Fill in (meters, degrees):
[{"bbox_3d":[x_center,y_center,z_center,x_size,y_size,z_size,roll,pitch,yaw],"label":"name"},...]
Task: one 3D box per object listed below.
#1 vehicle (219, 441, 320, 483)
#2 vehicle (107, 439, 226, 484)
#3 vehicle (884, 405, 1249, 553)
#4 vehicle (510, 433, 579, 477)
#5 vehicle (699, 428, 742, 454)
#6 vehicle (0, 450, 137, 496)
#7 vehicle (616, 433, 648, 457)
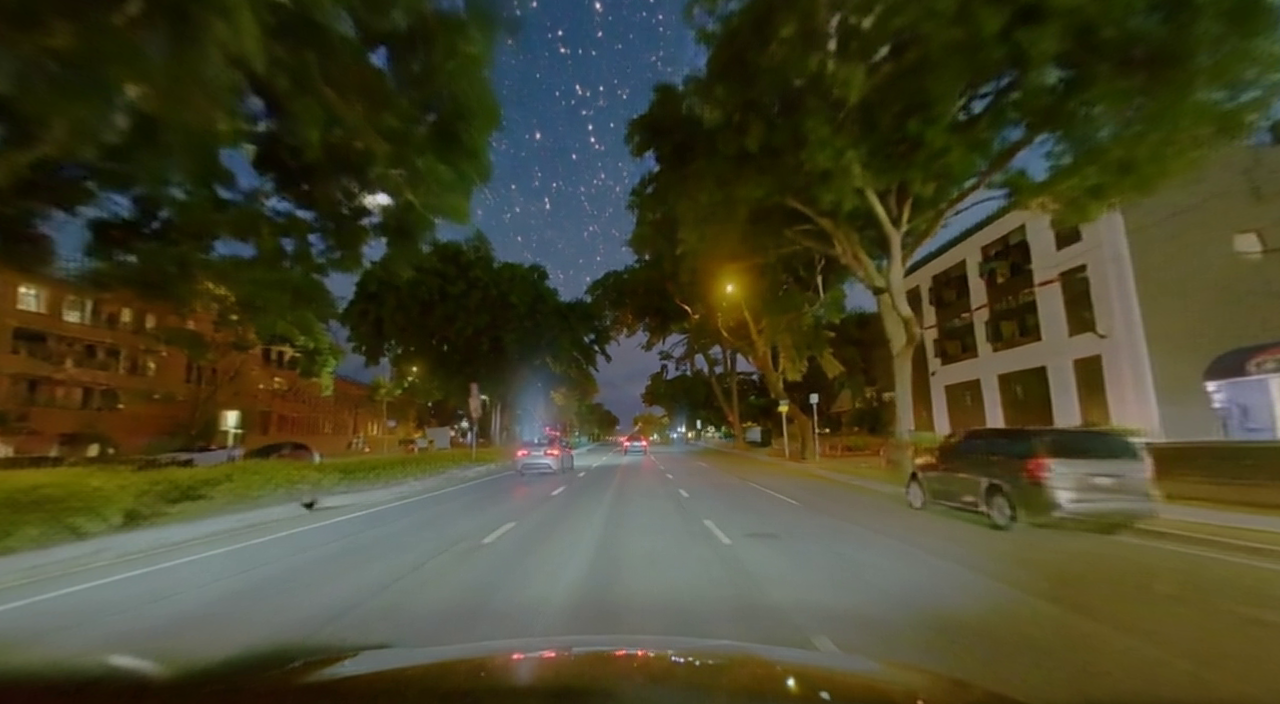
[{"bbox_3d":[-15.307,4.536,26.370,1.806,1.590,4.151,0,-8,-2],"label":"vehicle"},{"bbox_3d":[-21.853,5.070,29.475,1.947,1.857,4.851,-1,-9,-3],"label":"vehicle"},{"bbox_3d":[6.378,1.984,10.728,2.206,1.803,5.753,0,-8,0],"label":"vehicle"},{"bbox_3d":[-3.546,3.894,24.161,1.934,1.522,4.287,0,-8,0],"label":"vehicle"},{"bbox_3d":[5.964,6.743,47.752,2.390,1.816,6.050,0,-8,-1],"label":"vehicle"},{"bbox_3d":[-22.142,4.499,23.966,2.137,1.493,4.852,0,-8,-1],"label":"vehicle"},{"bbox_3d":[-0.511,6.182,42.109,1.999,1.520,3.896,0,-8,0],"label":"vehicle"}]
